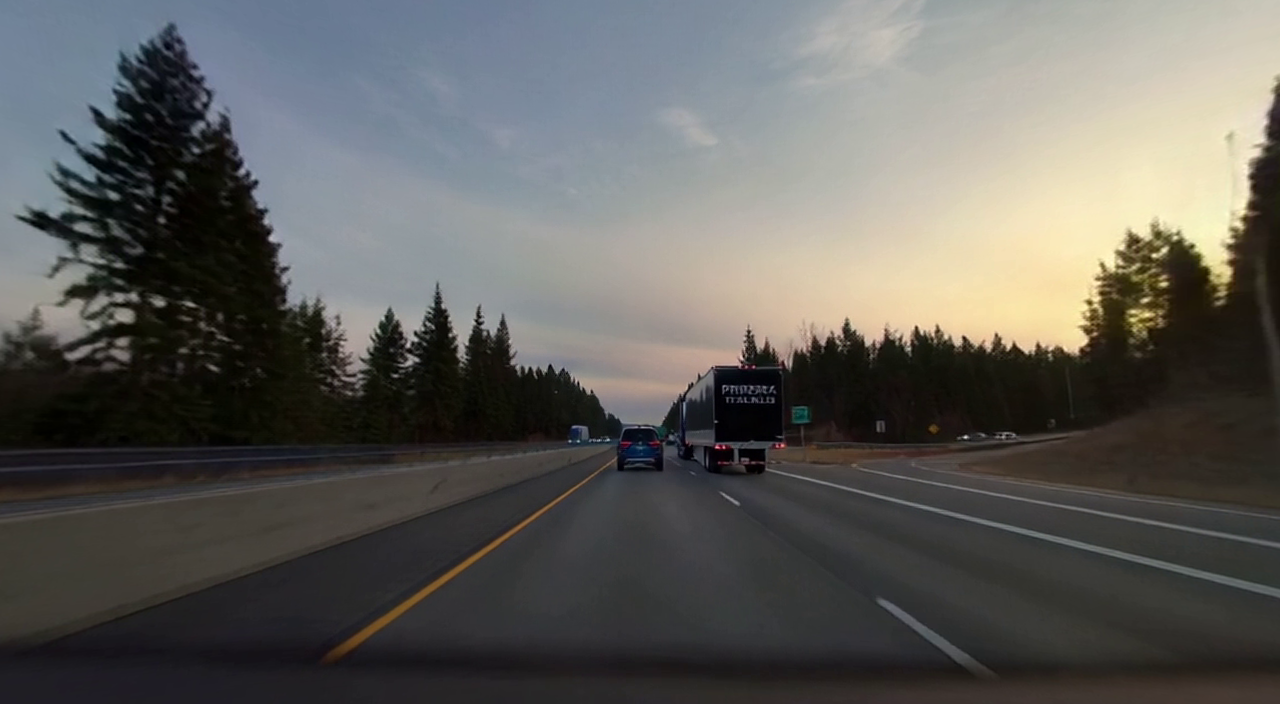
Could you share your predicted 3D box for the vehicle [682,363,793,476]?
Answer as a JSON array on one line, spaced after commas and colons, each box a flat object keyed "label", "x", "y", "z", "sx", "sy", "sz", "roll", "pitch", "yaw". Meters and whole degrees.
[{"label": "vehicle", "x": 4.130, "y": 3.684, "z": 31.527, "sx": 2.899, "sy": 4.160, "sz": 16.621, "roll": 0, "pitch": -8, "yaw": 0}]

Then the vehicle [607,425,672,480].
[{"label": "vehicle", "x": -0.038, "y": 3.751, "z": 23.767, "sx": 2.222, "sy": 1.848, "sz": 4.610, "roll": 0, "pitch": -8, "yaw": -1}]
